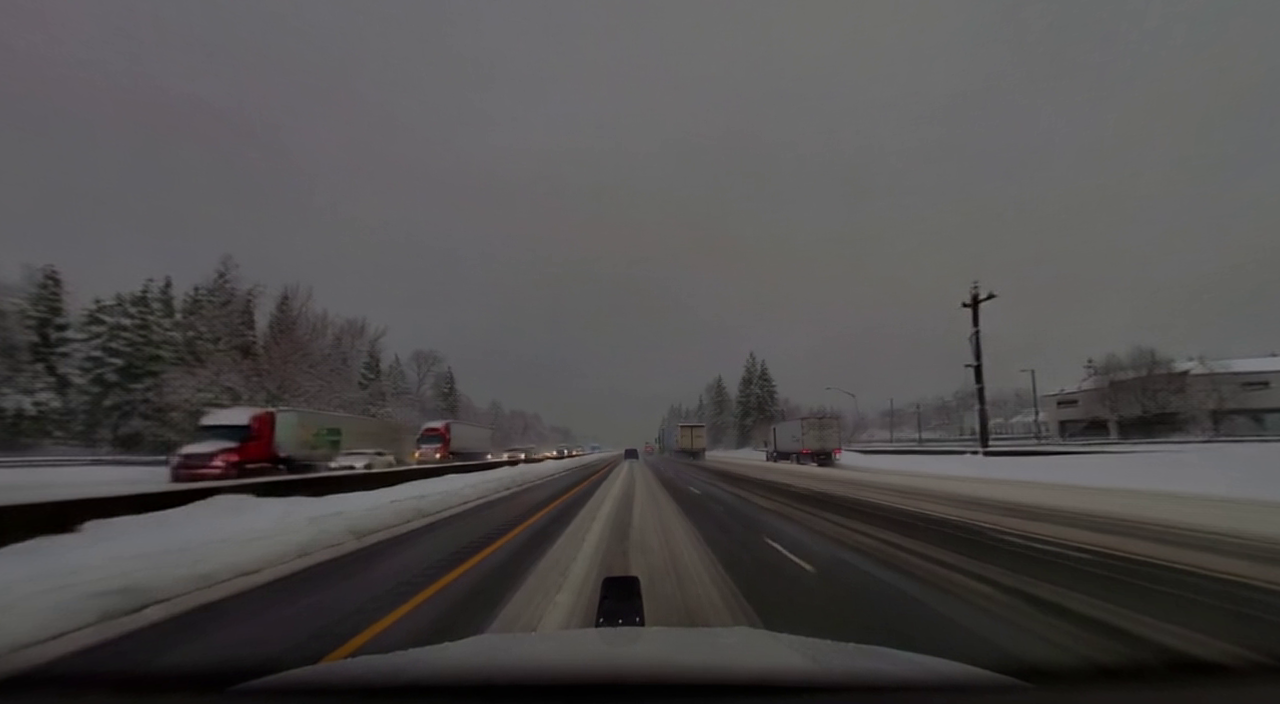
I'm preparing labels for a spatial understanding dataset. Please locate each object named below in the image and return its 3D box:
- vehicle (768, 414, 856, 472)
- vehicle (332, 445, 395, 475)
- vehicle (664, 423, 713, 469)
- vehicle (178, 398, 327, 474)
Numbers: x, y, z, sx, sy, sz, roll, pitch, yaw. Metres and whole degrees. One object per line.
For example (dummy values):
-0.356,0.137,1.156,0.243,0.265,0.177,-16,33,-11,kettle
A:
10.937,6.011,41.371,2.912,3.293,9.588,0,-9,-1,vehicle
-13.785,5.386,31.637,1.578,1.376,3.354,0,-9,0,vehicle
3.411,6.884,46.360,2.742,3.054,7.537,0,-9,-2,vehicle
-21.170,4.753,35.287,3.105,3.748,8.035,0,-9,0,vehicle
